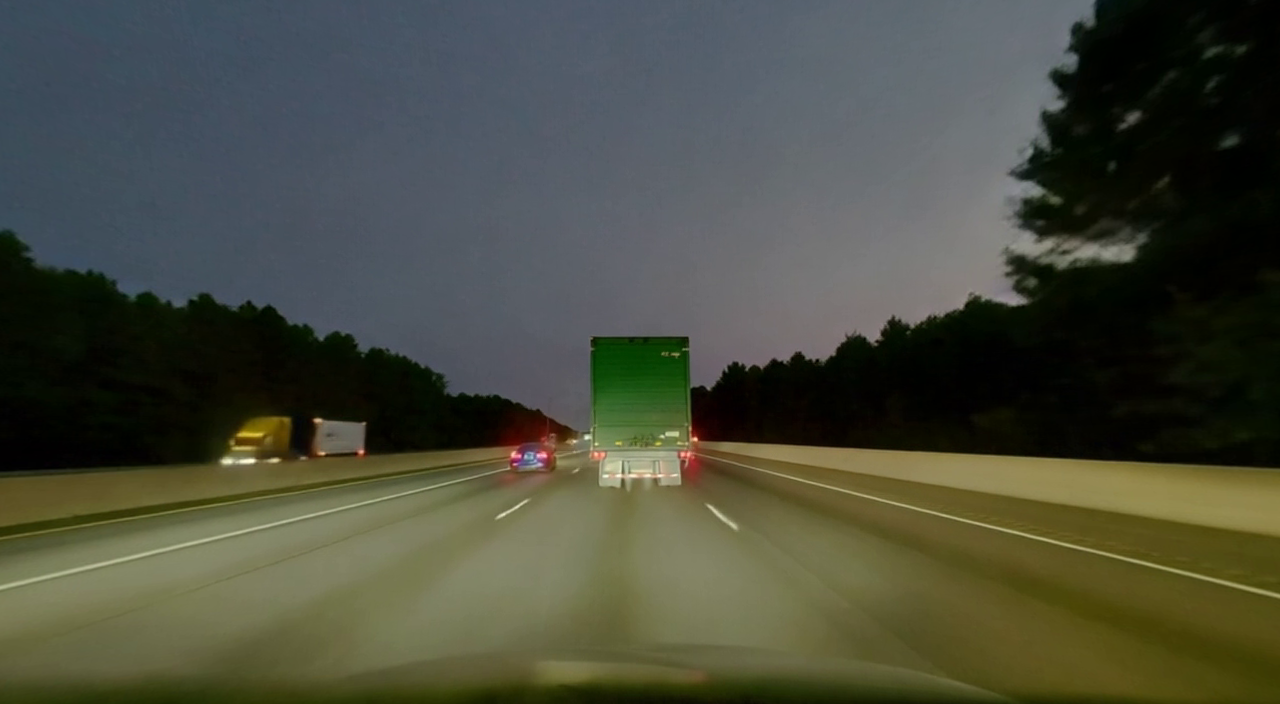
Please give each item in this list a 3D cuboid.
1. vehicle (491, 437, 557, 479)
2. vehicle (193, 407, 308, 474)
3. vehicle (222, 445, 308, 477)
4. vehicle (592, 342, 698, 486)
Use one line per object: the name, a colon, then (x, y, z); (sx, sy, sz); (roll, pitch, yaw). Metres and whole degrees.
vehicle: (-4.599, 4.263, 25.557); (1.854, 1.530, 4.268); (0, -8, 0)
vehicle: (-24.678, 5.657, 40.337); (3.035, 3.916, 6.401); (-1, -8, 1)
vehicle: (-19.942, 5.809, 33.745); (1.801, 1.548, 4.633); (0, -8, 0)
vehicle: (0.025, 2.526, 23.605); (3.073, 4.196, 10.546); (0, -8, -1)
